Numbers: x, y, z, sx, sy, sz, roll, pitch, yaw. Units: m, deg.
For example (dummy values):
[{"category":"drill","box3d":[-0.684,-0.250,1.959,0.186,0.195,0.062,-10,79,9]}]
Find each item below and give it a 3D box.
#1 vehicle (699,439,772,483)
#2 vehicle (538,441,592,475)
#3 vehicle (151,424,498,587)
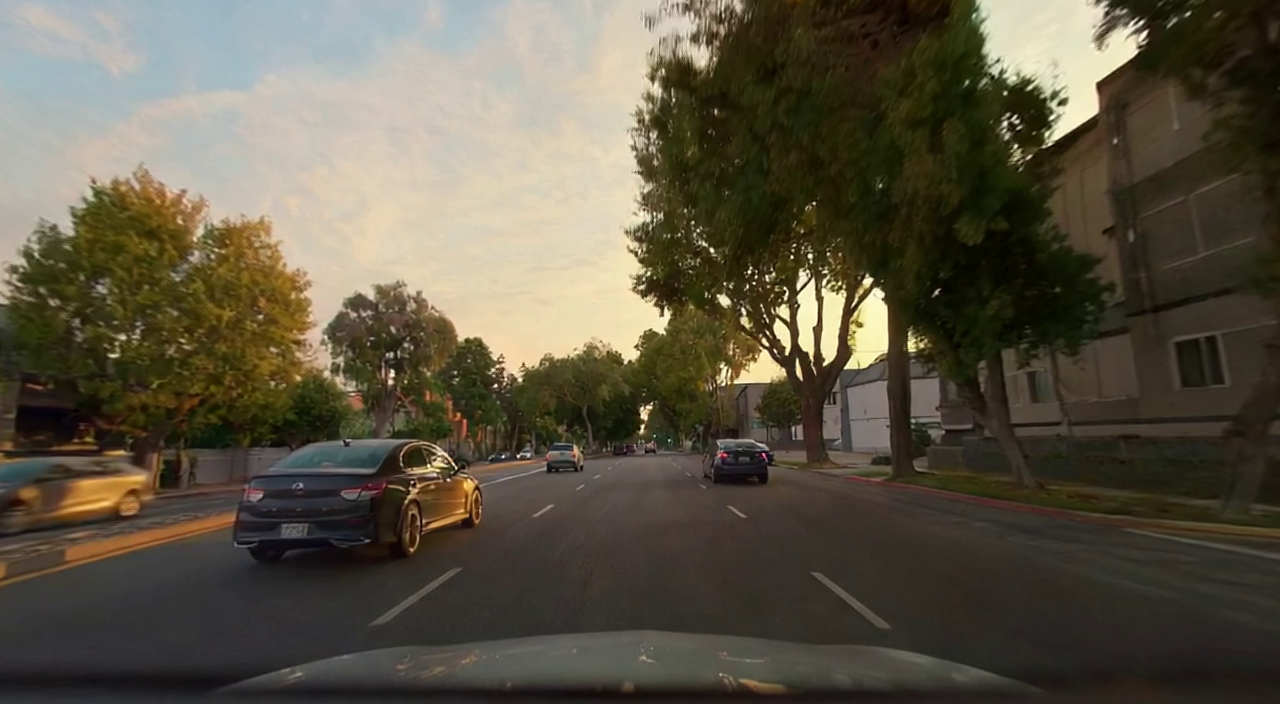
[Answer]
[{"category":"vehicle","box3d":[3.476,4.066,23.883,2.010,1.486,4.498,0,-8,-1]},{"category":"vehicle","box3d":[-3.547,5.085,30.576,1.988,1.497,4.404,0,-8,2]},{"category":"vehicle","box3d":[-3.413,1.737,8.047,2.053,1.480,4.381,0,-8,2]}]
